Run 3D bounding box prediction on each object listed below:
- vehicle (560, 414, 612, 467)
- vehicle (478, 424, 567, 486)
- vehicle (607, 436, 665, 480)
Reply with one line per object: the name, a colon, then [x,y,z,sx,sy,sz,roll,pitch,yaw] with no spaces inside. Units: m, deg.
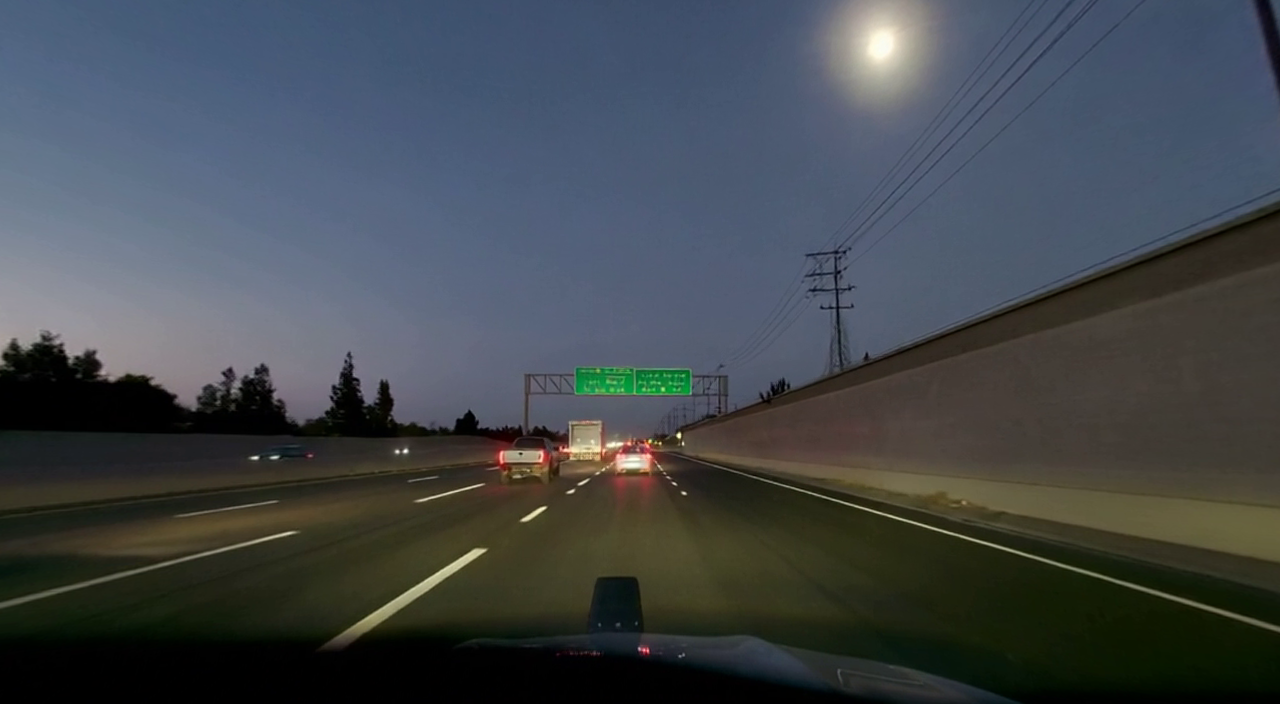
vehicle: [-3.635,6.316,44.705,2.956,3.331,9.575,0,-9,-1]
vehicle: [-3.861,3.492,21.542,2.109,1.840,4.614,0,-9,0]
vehicle: [-0.142,4.293,25.803,2.178,1.640,4.071,0,-9,0]
